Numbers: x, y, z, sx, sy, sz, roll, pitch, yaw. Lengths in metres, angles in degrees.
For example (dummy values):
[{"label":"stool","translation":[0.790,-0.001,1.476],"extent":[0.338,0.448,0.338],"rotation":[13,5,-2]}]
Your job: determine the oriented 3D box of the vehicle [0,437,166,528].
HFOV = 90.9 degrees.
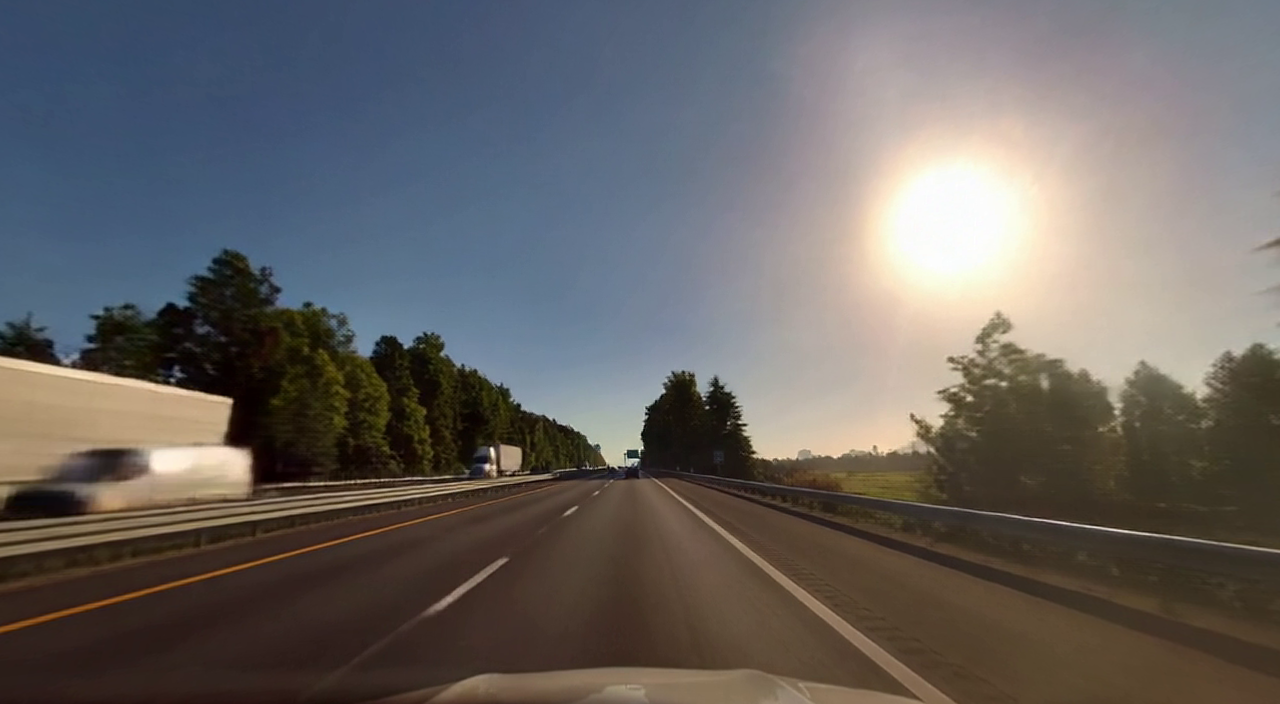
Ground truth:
[{"label":"vehicle","translation":[-12.200,2.519,12.384],"extent":[2.189,1.563,4.504],"rotation":[1,-10,0]}]
